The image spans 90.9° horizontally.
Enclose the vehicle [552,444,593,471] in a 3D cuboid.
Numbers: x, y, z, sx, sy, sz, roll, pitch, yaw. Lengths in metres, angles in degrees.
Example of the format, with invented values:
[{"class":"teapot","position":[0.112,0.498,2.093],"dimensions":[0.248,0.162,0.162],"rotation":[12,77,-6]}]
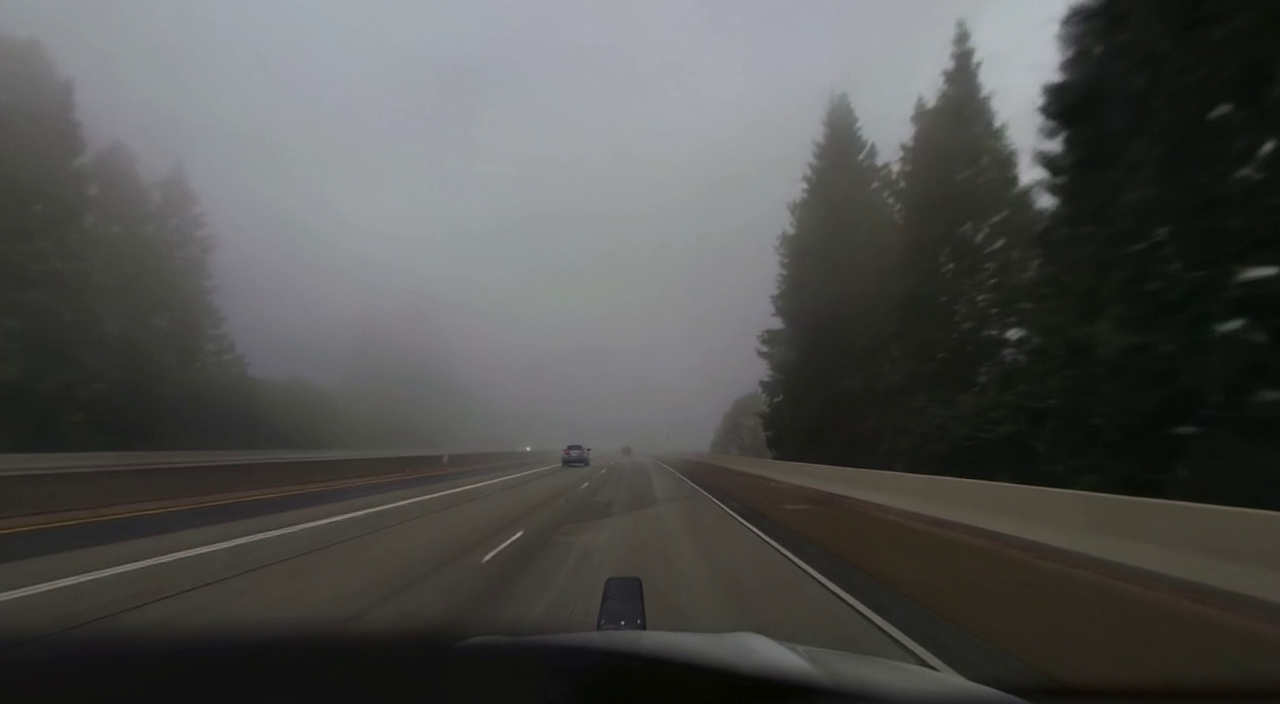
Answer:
[{"class":"vehicle","position":[-4.114,6.584,39.396],"dimensions":[2.083,1.560,4.713],"rotation":[0,-9,-1]}]
